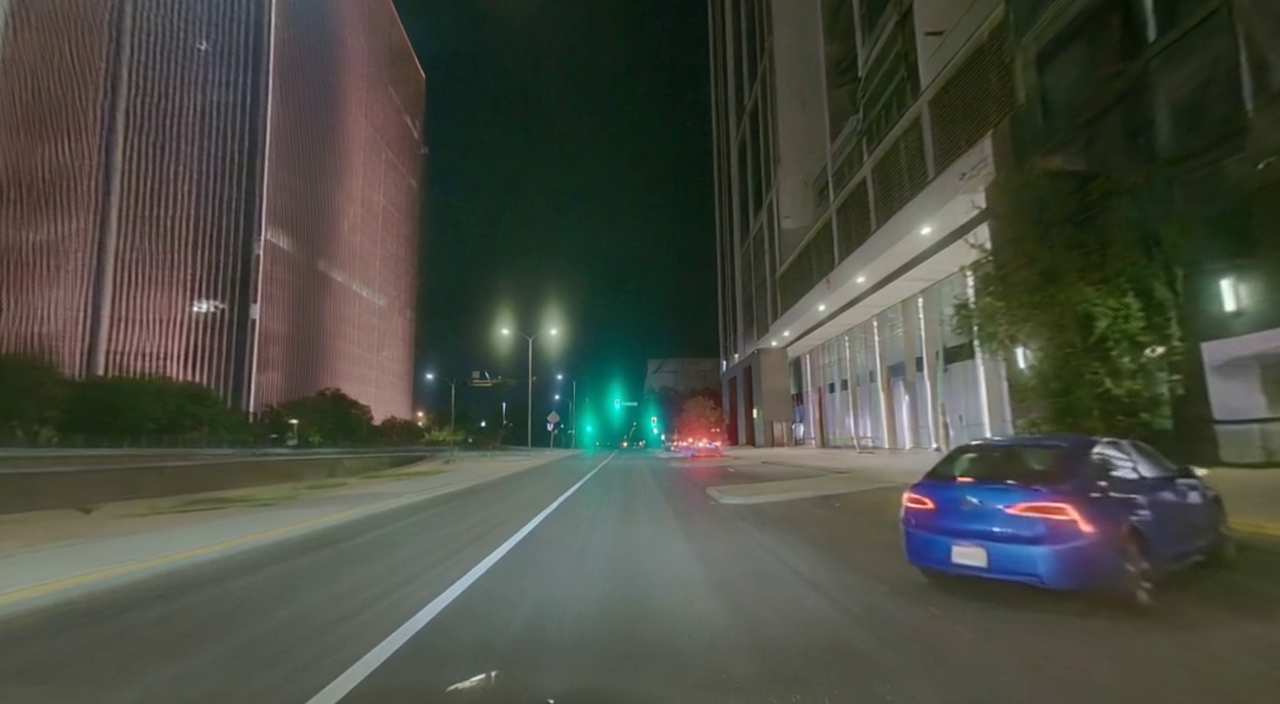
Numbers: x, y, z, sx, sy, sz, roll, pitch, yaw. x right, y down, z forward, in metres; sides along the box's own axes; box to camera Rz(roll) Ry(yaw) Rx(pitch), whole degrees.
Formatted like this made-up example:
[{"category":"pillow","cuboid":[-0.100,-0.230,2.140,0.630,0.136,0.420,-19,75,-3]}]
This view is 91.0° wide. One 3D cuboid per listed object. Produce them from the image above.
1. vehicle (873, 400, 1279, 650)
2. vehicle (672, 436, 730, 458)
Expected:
[{"category":"vehicle","cuboid":[4.406,1.311,5.928,4.655,1.460,1.878,6,-10,-37]},{"category":"vehicle","cuboid":[4.430,6.874,45.707,3.844,1.524,1.847,4,-9,-32]}]
